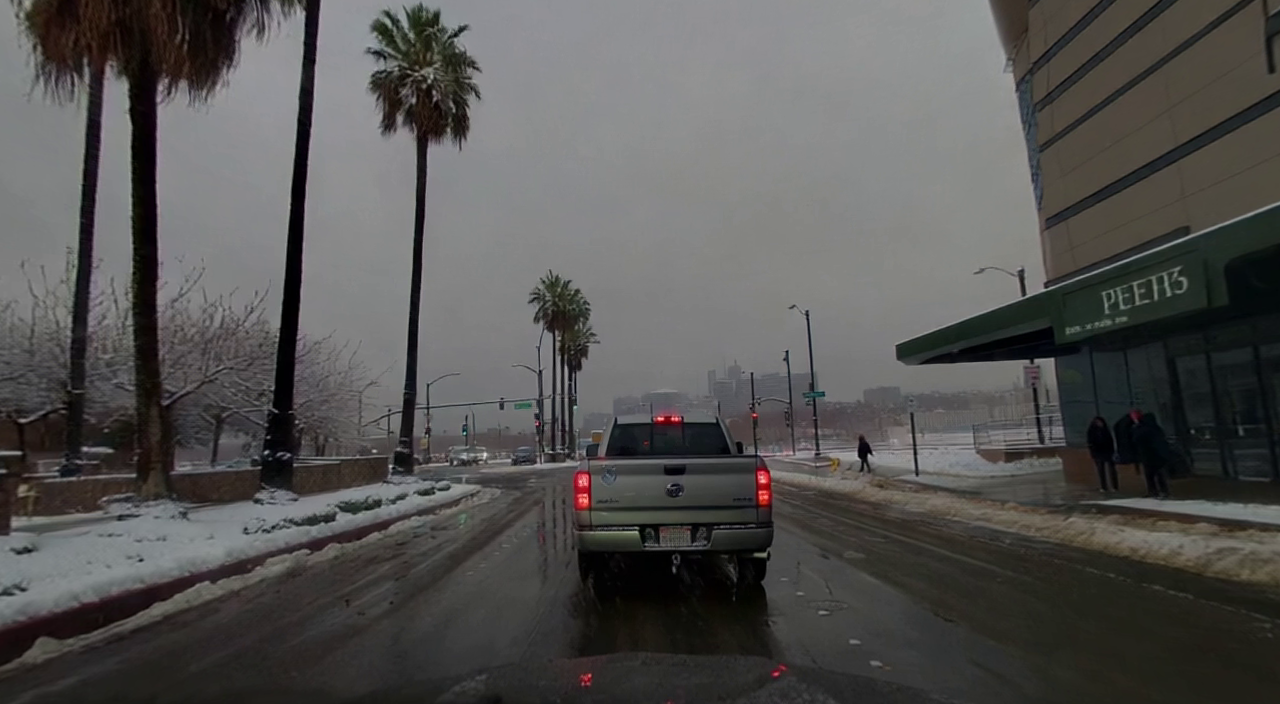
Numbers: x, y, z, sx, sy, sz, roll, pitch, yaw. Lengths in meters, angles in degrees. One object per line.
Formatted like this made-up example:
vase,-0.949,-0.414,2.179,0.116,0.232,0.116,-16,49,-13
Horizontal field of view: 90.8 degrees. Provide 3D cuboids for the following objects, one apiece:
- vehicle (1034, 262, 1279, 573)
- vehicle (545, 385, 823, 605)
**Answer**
vehicle,7.867,0.884,8.573,2.666,3.345,3.622,-3,-9,7
vehicle,0.415,1.584,7.977,2.311,1.819,5.255,0,-8,1
